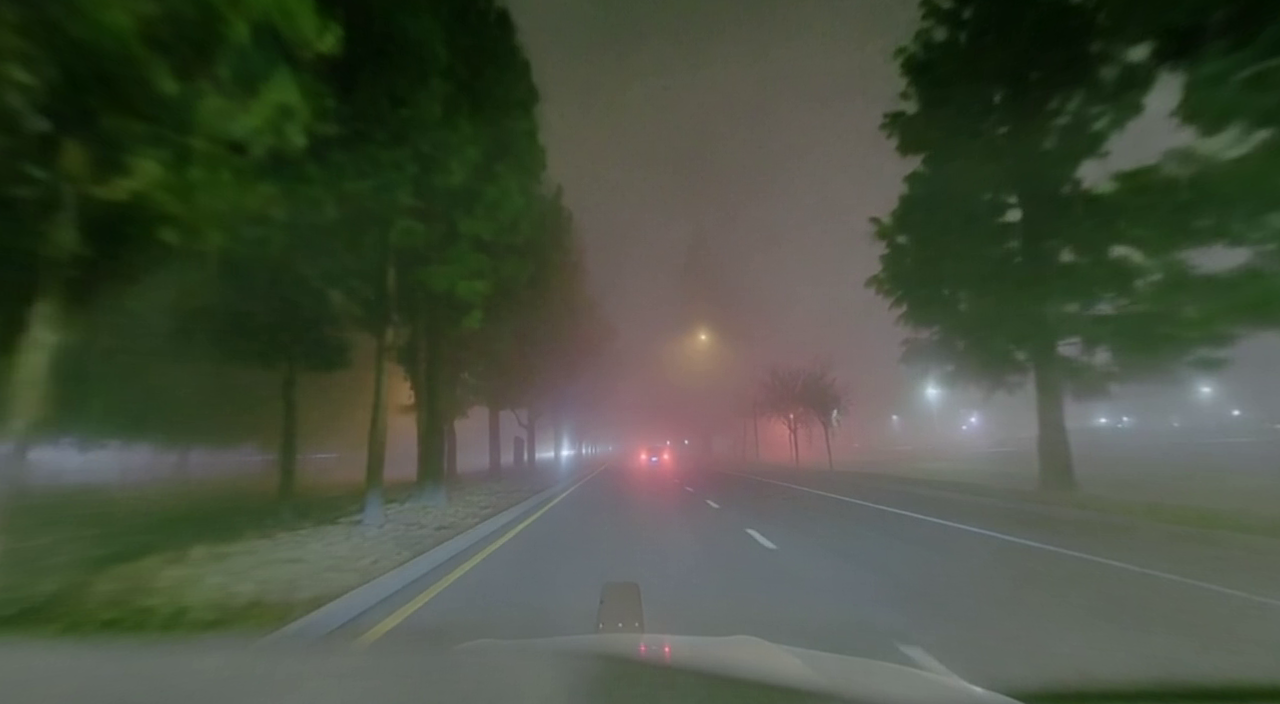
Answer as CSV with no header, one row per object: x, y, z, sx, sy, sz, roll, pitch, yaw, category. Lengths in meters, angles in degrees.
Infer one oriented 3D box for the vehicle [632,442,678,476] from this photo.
0.675,5.288,31.531,2.048,1.584,4.393,0,-8,-2,vehicle
